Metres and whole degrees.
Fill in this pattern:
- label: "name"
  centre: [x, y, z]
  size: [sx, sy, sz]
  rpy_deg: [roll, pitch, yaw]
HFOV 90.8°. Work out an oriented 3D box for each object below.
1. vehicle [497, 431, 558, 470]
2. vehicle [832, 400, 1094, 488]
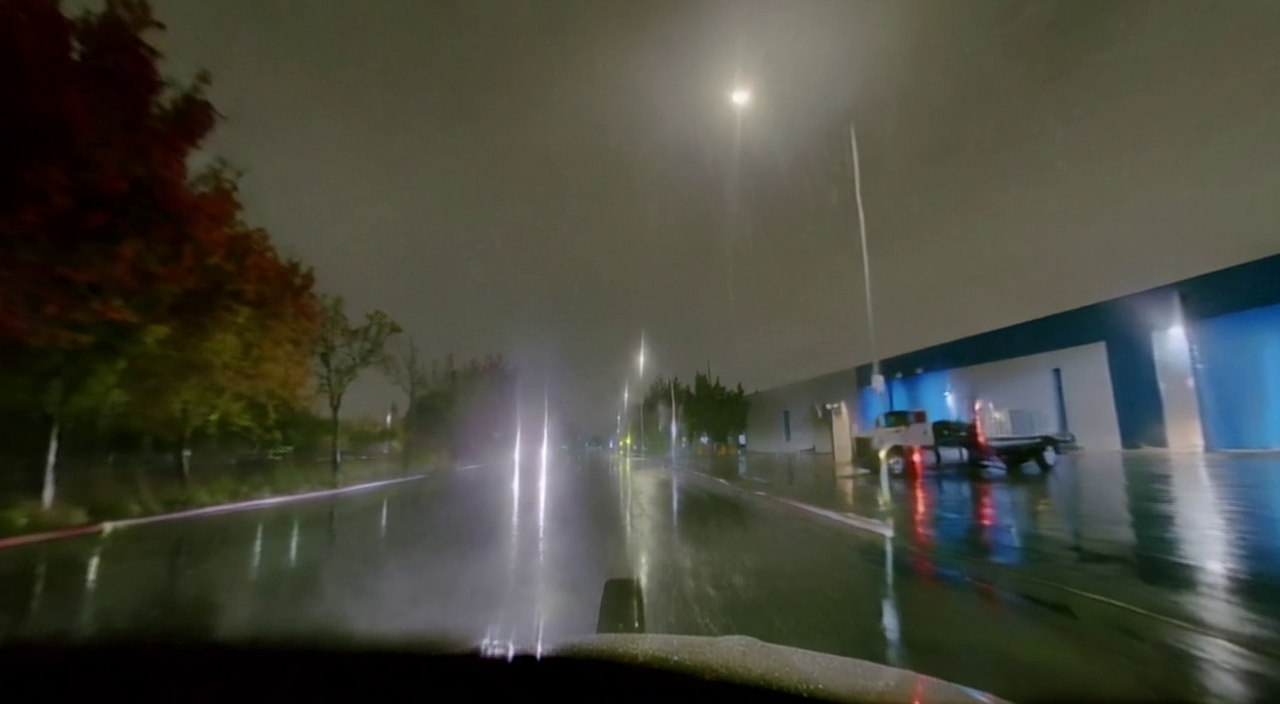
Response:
- label: "vehicle"
  centre: [-6.756, 6.048, 38.933]
  size: [2.770, 2.135, 6.329]
  rpy_deg: [0, -8, -2]
- label: "vehicle"
  centre: [10.413, 3.002, 20.829]
  size: [7.188, 2.416, 2.528]
  rpy_deg: [-2, -9, -4]
